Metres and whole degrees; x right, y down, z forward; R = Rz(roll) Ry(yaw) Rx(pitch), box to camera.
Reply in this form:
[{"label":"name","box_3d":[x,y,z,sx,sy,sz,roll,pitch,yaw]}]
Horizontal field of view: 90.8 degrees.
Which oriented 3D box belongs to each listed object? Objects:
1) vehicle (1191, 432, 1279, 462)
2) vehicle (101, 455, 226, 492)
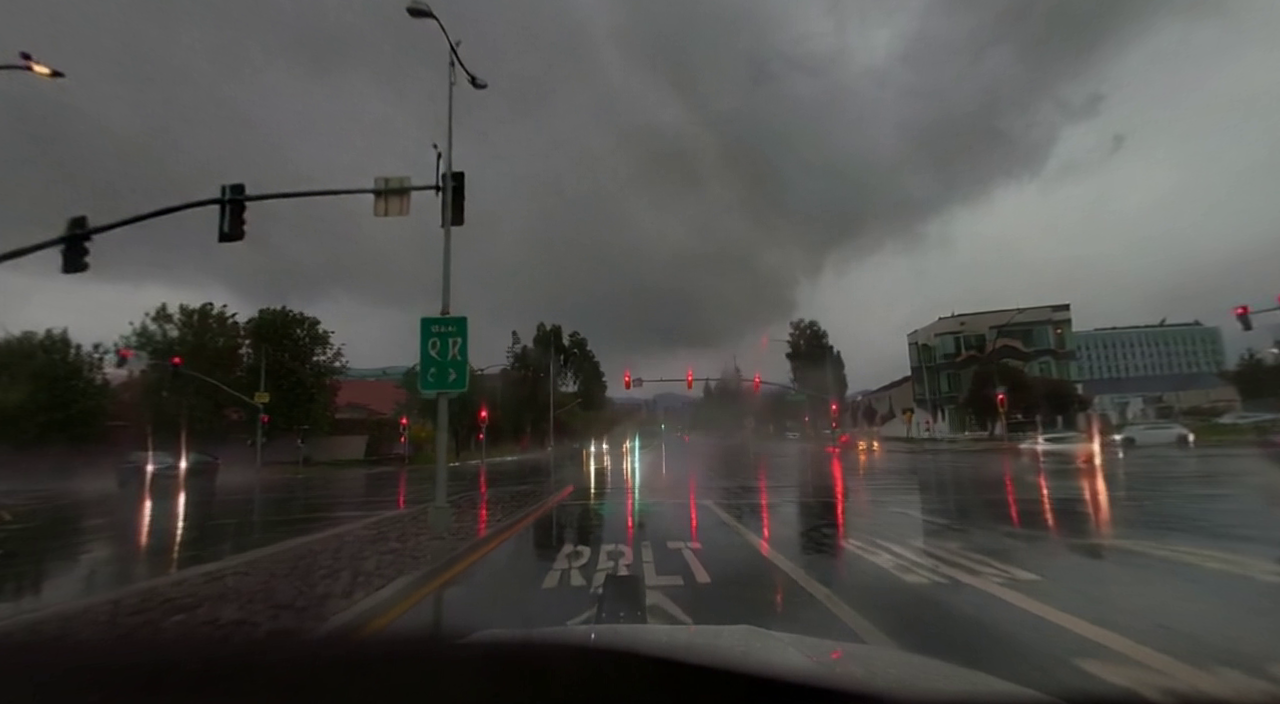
[{"label":"vehicle","box_3d":[32.430,5.038,33.509,4.636,1.527,2.476,2,-9,-14]},{"label":"vehicle","box_3d":[-24.374,6.192,32.452,4.706,1.734,2.253,-1,-8,6]}]
